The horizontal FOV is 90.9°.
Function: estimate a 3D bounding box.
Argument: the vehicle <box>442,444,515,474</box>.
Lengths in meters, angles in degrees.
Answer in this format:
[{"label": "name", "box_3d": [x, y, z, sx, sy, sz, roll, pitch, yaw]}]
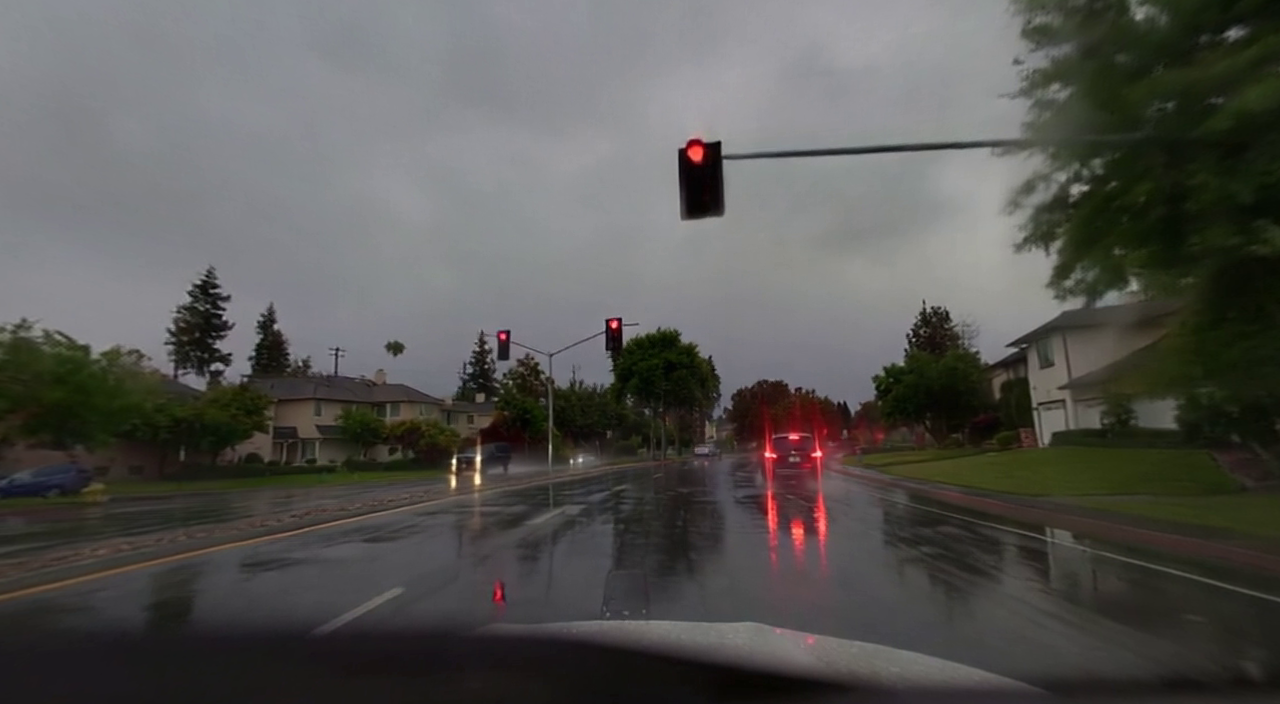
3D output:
[{"label": "vehicle", "box_3d": [-11.353, 7.585, 45.019, 2.555, 2.009, 6.050, -2, -9, 12]}]

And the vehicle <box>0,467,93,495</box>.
[{"label": "vehicle", "box_3d": [-34.493, 7.372, 36.202, 4.283, 1.478, 2.003, 0, -8, 2]}]

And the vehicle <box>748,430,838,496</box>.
[{"label": "vehicle", "box_3d": [4.740, 3.505, 20.301, 2.141, 1.833, 4.704, -1, -8, 6]}]
